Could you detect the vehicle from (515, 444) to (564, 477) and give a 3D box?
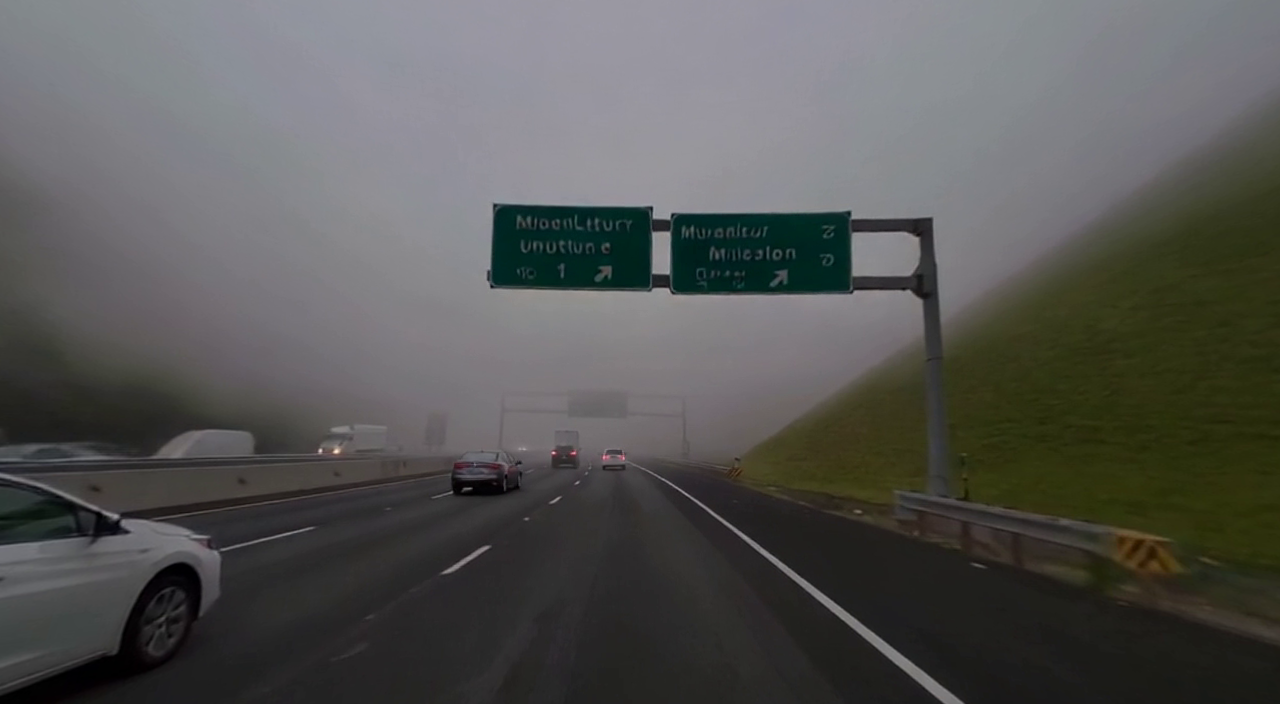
[{"bbox_3d":[-5.367,5.828,34.120,2.118,1.624,4.032,0,-9,-2],"label":"vehicle"}]

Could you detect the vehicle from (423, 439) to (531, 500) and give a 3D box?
[{"bbox_3d":[-4.781,3.519,19.211,2.208,1.619,4.162,0,-9,-1],"label":"vehicle"}]

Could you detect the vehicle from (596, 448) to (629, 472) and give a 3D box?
[{"bbox_3d":[-1.808,6.817,40.017,1.988,1.440,4.201,0,-9,-4],"label":"vehicle"}]

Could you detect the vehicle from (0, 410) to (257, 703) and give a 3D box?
[{"bbox_3d":[-3.782,0.987,2.615,1.892,1.492,3.940,0,-9,0],"label":"vehicle"}]
